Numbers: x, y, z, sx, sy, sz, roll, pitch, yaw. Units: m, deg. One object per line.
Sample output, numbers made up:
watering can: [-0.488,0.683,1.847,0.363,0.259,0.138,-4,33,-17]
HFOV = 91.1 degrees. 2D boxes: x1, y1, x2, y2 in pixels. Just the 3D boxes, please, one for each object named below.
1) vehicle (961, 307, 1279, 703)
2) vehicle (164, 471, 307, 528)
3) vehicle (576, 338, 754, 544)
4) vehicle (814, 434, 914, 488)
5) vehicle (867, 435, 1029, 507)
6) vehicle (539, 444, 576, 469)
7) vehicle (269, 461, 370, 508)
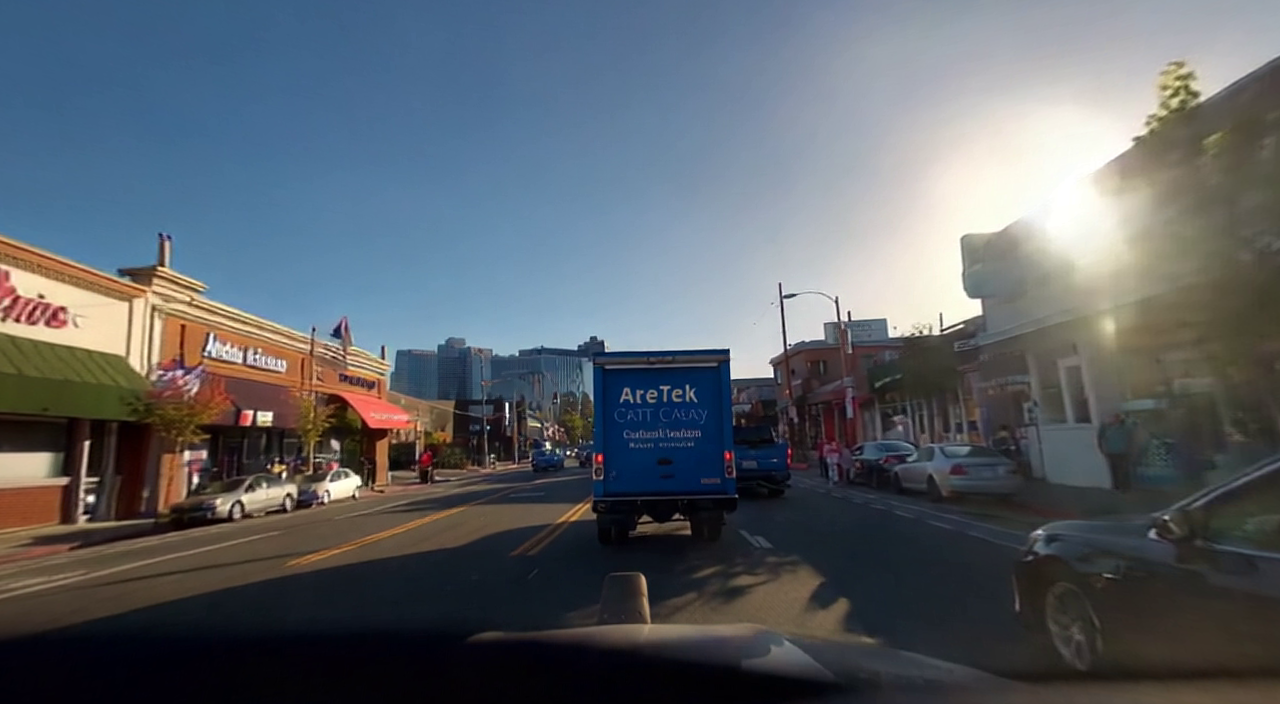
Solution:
vehicle: [3.421,0.739,2.355,2.104,1.786,4.498,0,-9,1]
vehicle: [-13.464,4.898,21.286,1.901,1.508,4.405,0,-8,0]
vehicle: [0.237,1.706,12.112,2.517,2.926,6.177,0,-9,-2]
vehicle: [7.610,3.731,21.811,1.946,1.680,4.270,0,-9,1]
vehicle: [7.551,2.936,15.968,1.951,1.548,4.290,0,-9,1]
vehicle: [-5.978,7.625,45.883,2.046,1.711,4.320,0,-8,1]
vehicle: [-13.362,5.523,26.491,1.943,1.682,4.365,0,-9,0]
